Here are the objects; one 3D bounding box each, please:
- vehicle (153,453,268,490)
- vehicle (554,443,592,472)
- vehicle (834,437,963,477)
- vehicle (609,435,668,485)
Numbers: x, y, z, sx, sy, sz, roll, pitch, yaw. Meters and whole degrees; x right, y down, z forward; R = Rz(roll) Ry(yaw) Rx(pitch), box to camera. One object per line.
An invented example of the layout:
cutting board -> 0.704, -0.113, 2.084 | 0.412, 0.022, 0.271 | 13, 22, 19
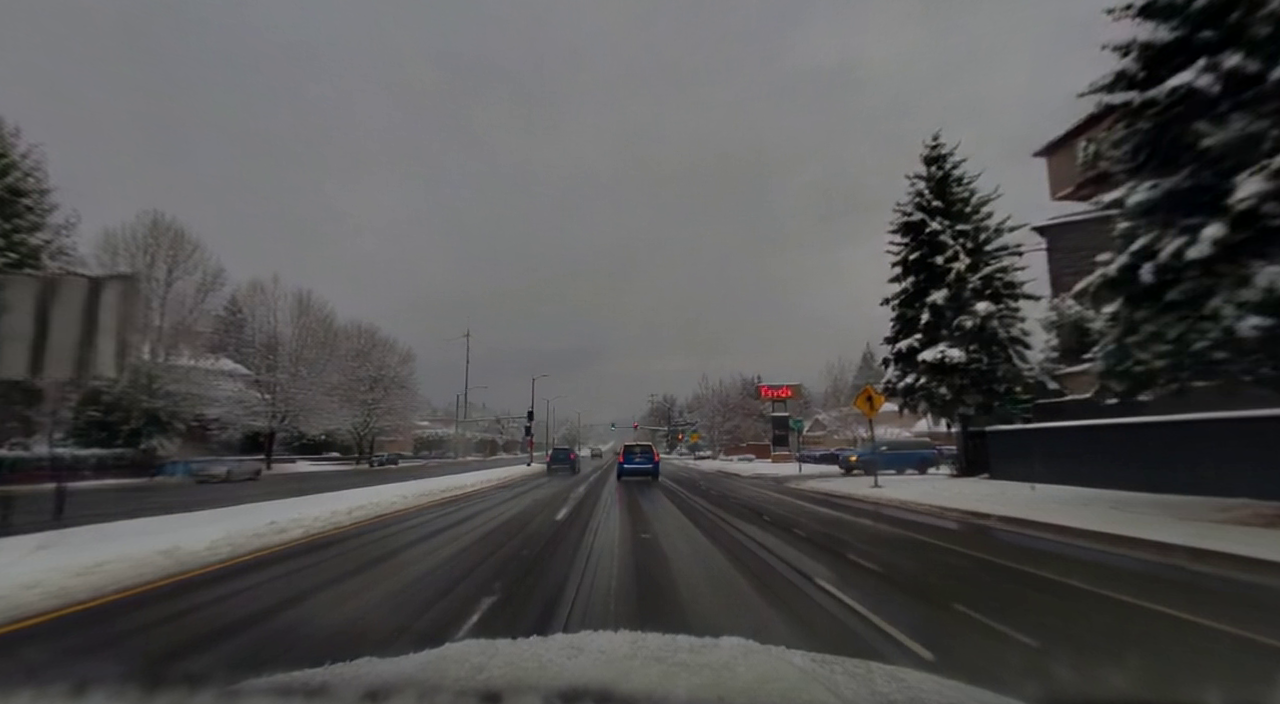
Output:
vehicle -> -20.333, 5.648, 30.241 | 2.004, 1.546, 5.015 | 0, -9, -1
vehicle -> -4.553, 7.247, 43.604 | 2.202, 1.856, 4.516 | 0, -9, -1
vehicle -> 12.871, 5.259, 31.762 | 5.506, 1.850, 2.156 | 0, -9, 0
vehicle -> -0.121, 4.579, 27.051 | 2.273, 1.909, 5.075 | 0, -9, -1
